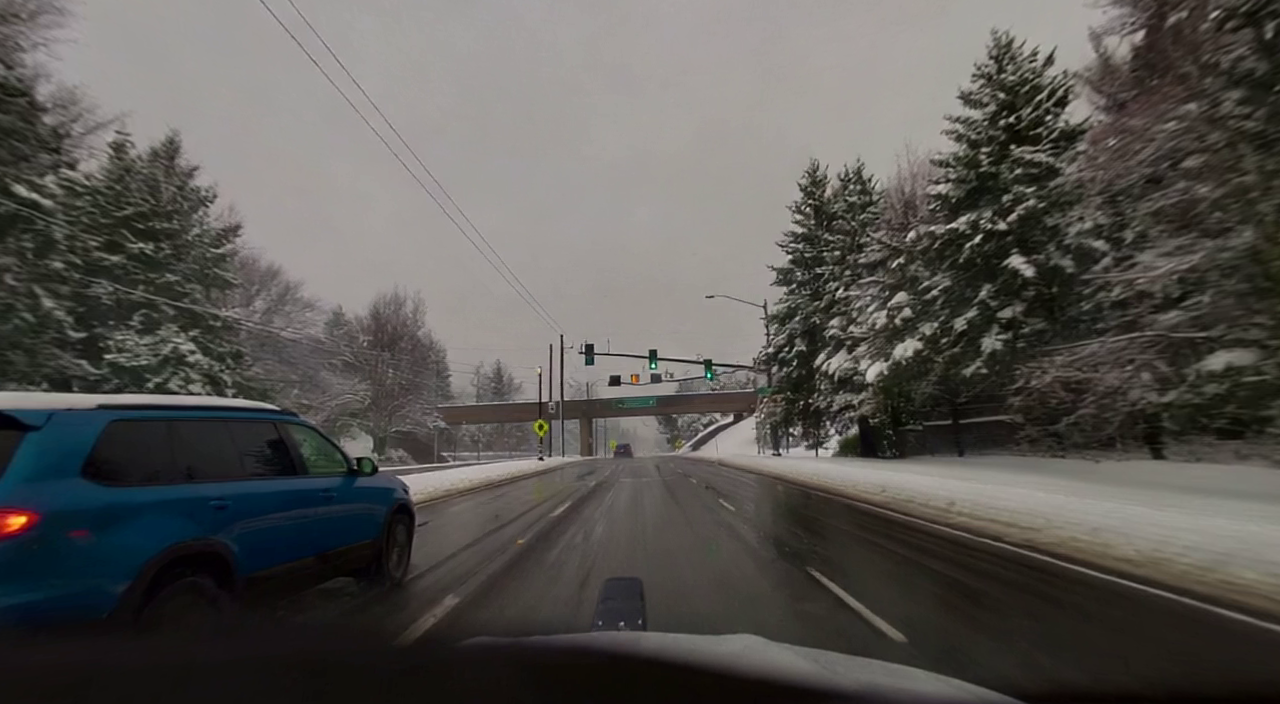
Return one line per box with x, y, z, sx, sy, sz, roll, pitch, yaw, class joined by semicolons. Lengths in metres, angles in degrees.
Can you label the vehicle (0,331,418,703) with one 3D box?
-3.138;1.054;3.929;1.882;1.704;4.335;0;-8;0;vehicle
